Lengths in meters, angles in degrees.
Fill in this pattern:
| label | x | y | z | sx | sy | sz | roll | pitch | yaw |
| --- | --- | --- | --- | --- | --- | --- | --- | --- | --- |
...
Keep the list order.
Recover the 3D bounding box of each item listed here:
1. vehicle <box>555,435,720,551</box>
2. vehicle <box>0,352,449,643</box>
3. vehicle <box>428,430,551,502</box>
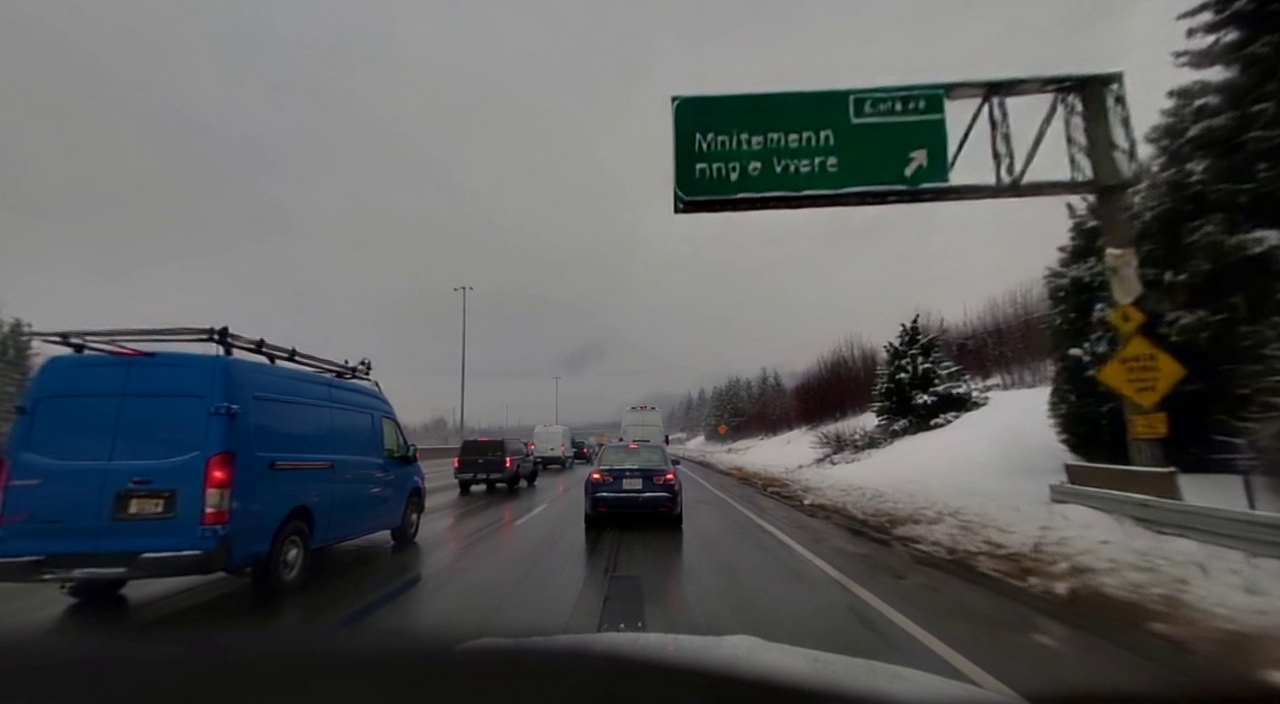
| label | x | y | z | sx | sy | sz | roll | pitch | yaw |
| --- | --- | --- | --- | --- | --- | --- | --- | --- | --- |
| vehicle | -0.050 | 2.071 | 9.951 | 2.054 | 1.421 | 4.090 | 0 | -8 | -1 |
| vehicle | -3.857 | 1.306 | 6.596 | 2.142 | 1.952 | 4.556 | 0 | -8 | 1 |
| vehicle | -3.846 | 3.003 | 16.977 | 2.114 | 1.657 | 4.432 | 0 | -8 | 2 |
